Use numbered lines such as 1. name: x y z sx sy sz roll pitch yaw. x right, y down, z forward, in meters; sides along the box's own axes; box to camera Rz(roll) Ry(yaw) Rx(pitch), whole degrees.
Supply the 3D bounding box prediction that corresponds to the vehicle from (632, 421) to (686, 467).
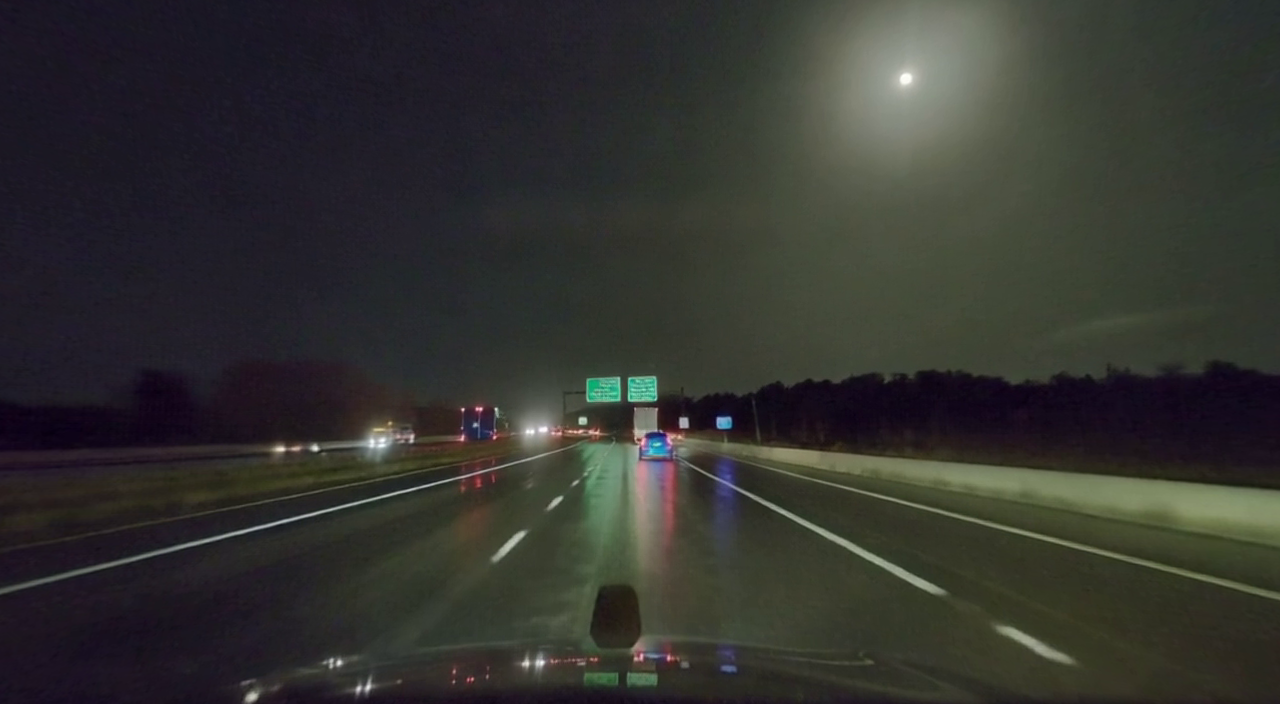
1. vehicle: 0.770 4.122 28.432 2.076 1.914 4.287 0 -8 -3
